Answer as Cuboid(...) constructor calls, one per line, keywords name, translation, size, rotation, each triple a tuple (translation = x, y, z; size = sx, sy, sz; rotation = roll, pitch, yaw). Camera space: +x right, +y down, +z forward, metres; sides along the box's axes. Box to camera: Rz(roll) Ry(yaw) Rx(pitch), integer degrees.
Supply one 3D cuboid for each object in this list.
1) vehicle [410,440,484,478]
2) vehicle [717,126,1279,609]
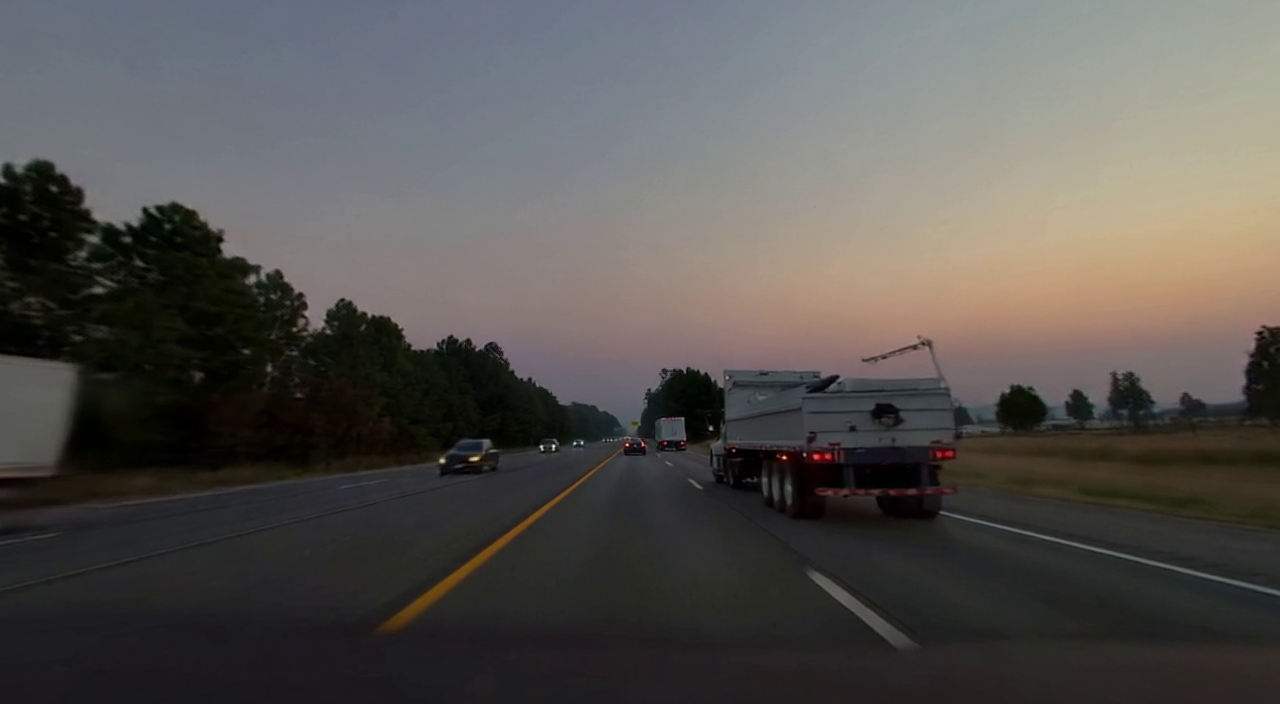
Cuboid(name="vehicle", translation=(-8.200, 4.550, 27.108), size=(1.912, 1.506, 3.878), rotation=(0, -8, 0))
Cuboid(name="vehicle", translation=(3.904, 0.960, 12.090), size=(2.919, 4.004, 13.911), rotation=(0, -8, -1))
